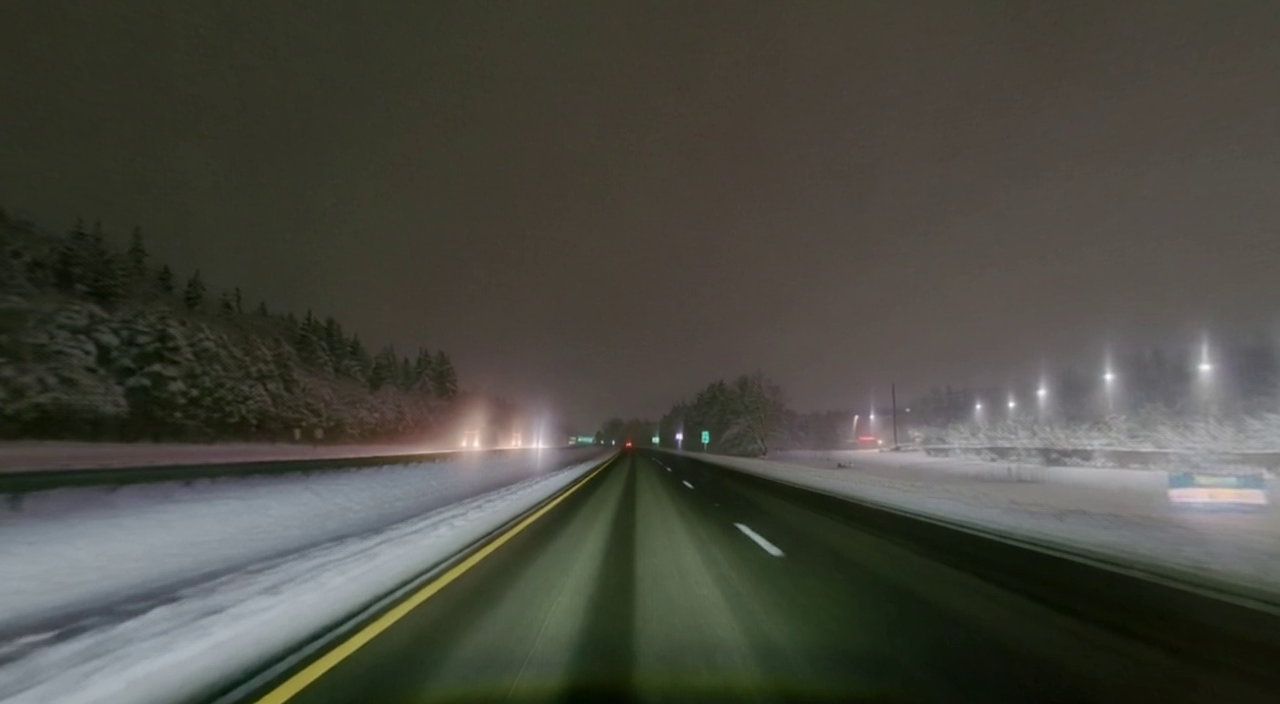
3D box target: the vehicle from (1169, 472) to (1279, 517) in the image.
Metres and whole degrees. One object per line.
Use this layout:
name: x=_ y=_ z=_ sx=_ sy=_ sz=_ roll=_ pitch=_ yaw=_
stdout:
vehicle: x=28.786 y=6.664 z=29.553 sx=5.647 sy=1.831 sz=2.255 roll=-4 pitch=-10 yaw=28
